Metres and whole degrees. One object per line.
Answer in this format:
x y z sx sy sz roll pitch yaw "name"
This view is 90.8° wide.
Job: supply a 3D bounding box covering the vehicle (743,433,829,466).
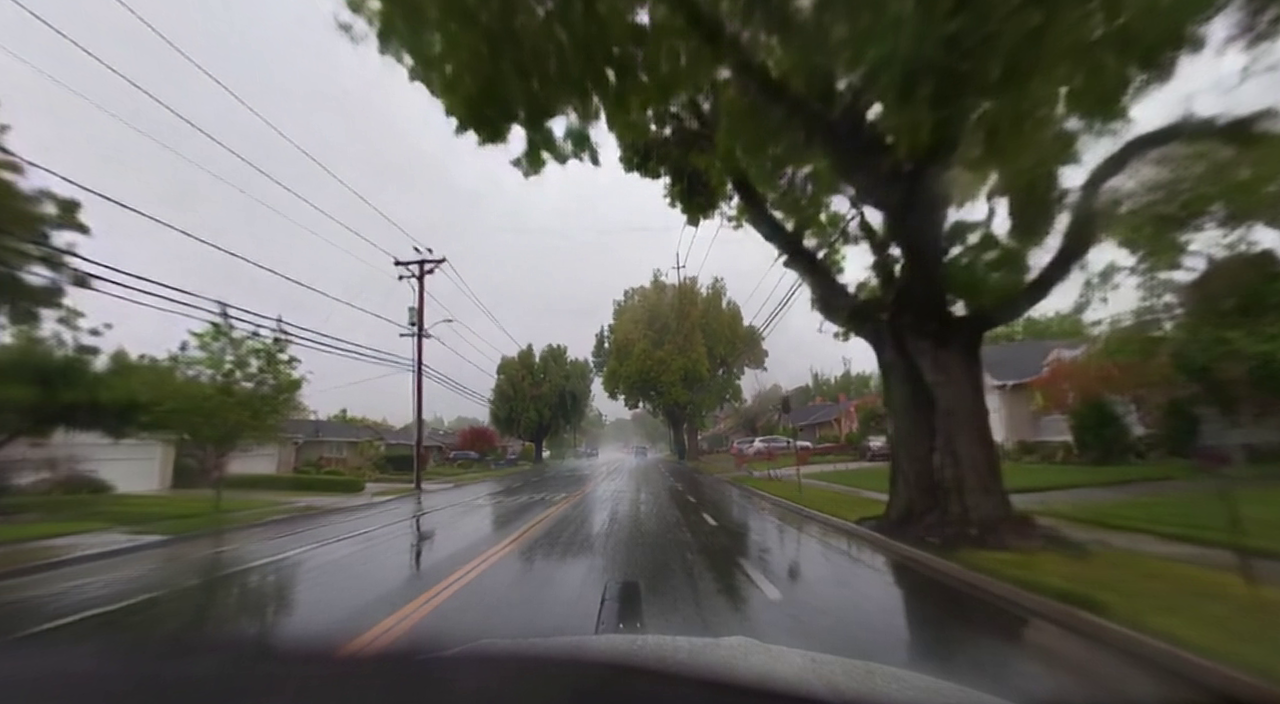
8.948 6.012 38.987 4.747 1.942 2.158 0 -9 0 "vehicle"
